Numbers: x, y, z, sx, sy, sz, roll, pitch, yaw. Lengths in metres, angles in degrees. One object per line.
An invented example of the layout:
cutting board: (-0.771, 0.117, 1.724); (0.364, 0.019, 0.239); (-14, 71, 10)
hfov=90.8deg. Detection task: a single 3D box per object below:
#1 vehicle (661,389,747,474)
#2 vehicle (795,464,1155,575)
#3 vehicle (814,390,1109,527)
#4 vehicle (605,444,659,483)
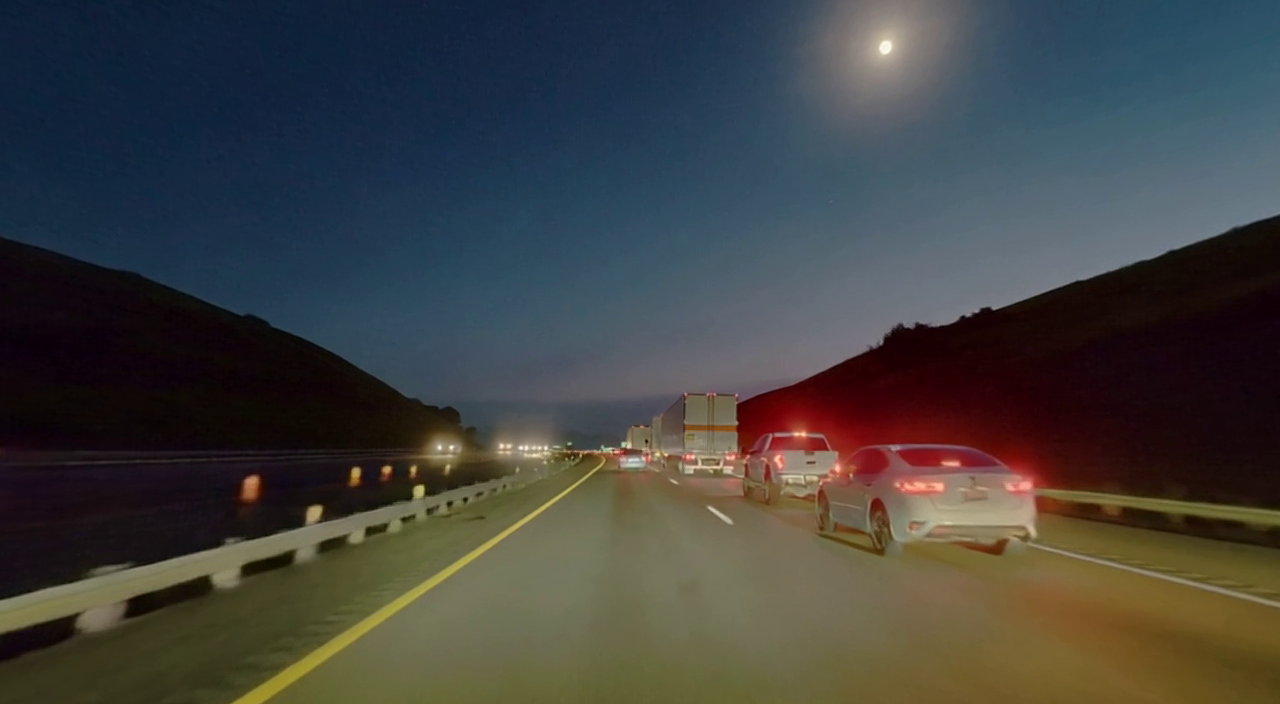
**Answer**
vehicle: (3.310, 4.968, 37.851); (2.911, 4.099, 14.578); (0, -9, -3)
vehicle: (3.987, 2.141, 8.972); (2.129, 0.956, 5.390); (0, -9, -1)
vehicle: (4.050, 1.481, 8.964); (1.873, 1.465, 4.264); (0, -9, -1)
vehicle: (-0.363, 4.531, 25.875); (2.029, 1.437, 3.794); (0, -9, -2)
